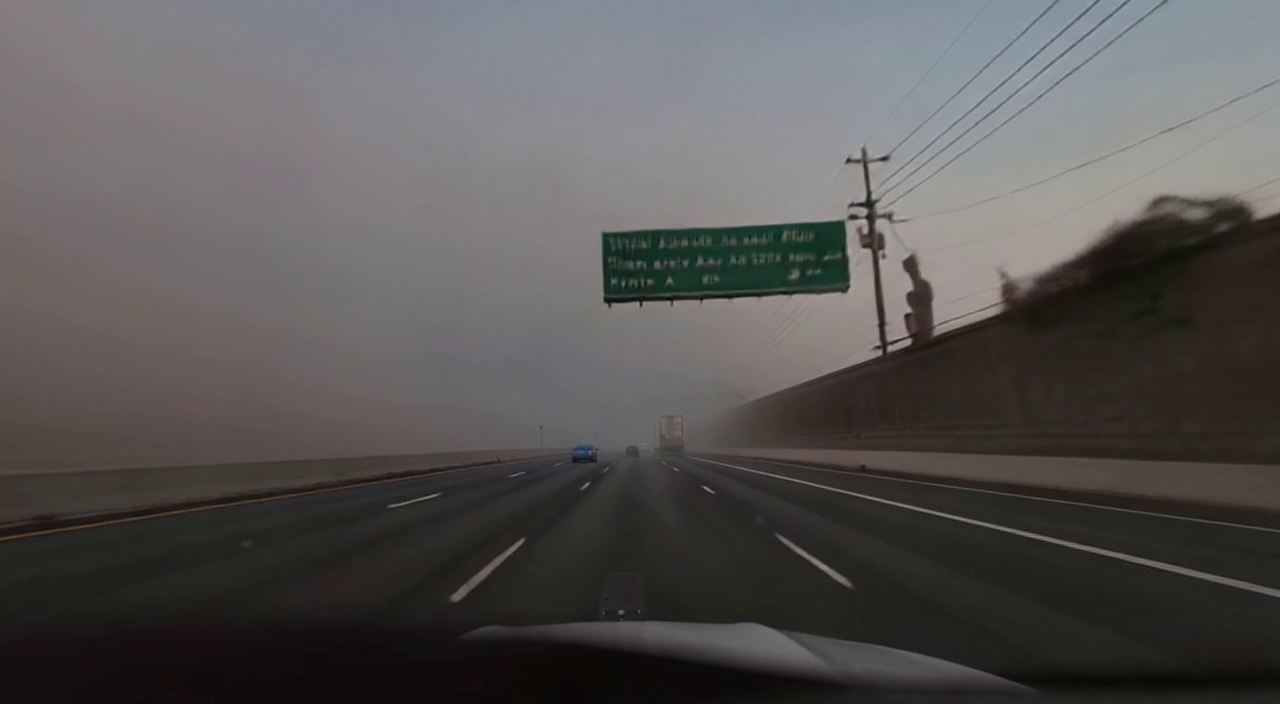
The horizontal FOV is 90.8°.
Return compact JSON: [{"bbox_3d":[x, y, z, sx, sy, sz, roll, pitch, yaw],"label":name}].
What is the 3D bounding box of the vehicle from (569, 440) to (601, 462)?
[{"bbox_3d":[-3.995,7.286,46.389,2.009,1.533,4.175,0,-9,0],"label":"vehicle"}]
